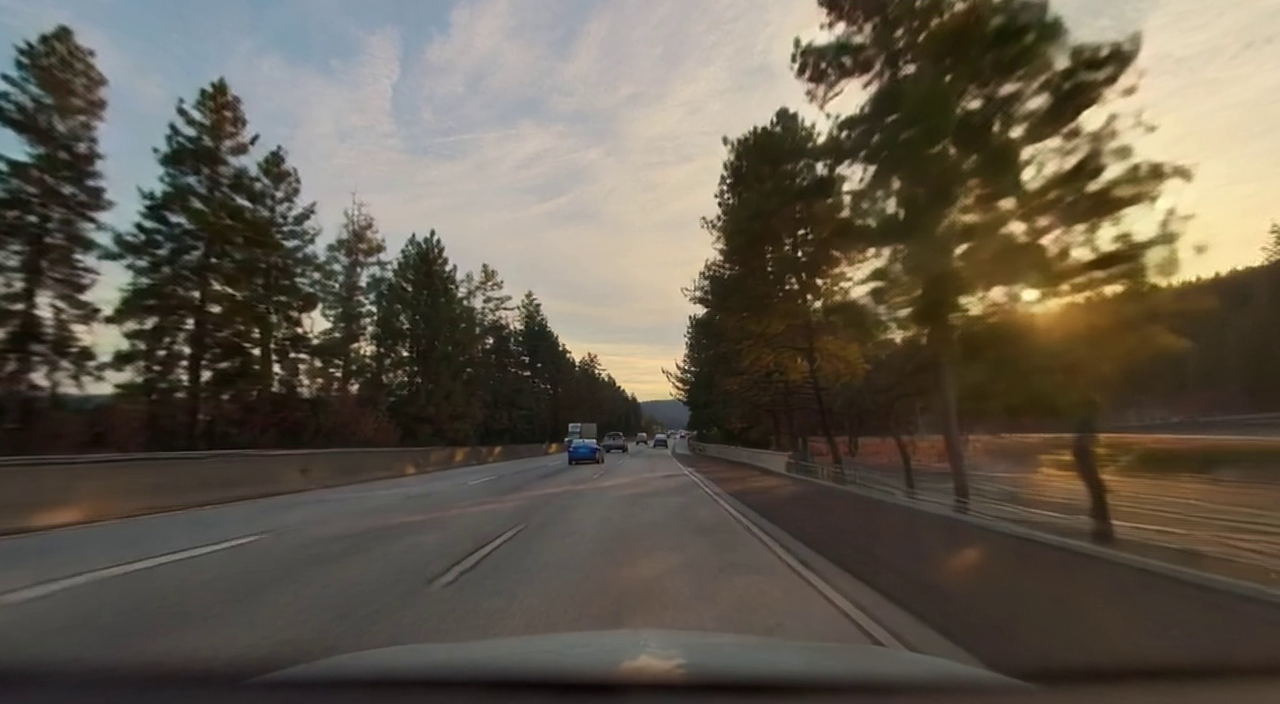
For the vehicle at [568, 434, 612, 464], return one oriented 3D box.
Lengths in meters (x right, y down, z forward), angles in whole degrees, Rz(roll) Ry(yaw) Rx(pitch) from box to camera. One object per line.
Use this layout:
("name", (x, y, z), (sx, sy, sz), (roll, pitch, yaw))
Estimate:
("vehicle", (-2.857, 5.682, 36.798), (2.053, 1.589, 4.671), (-1, -9, 2))
